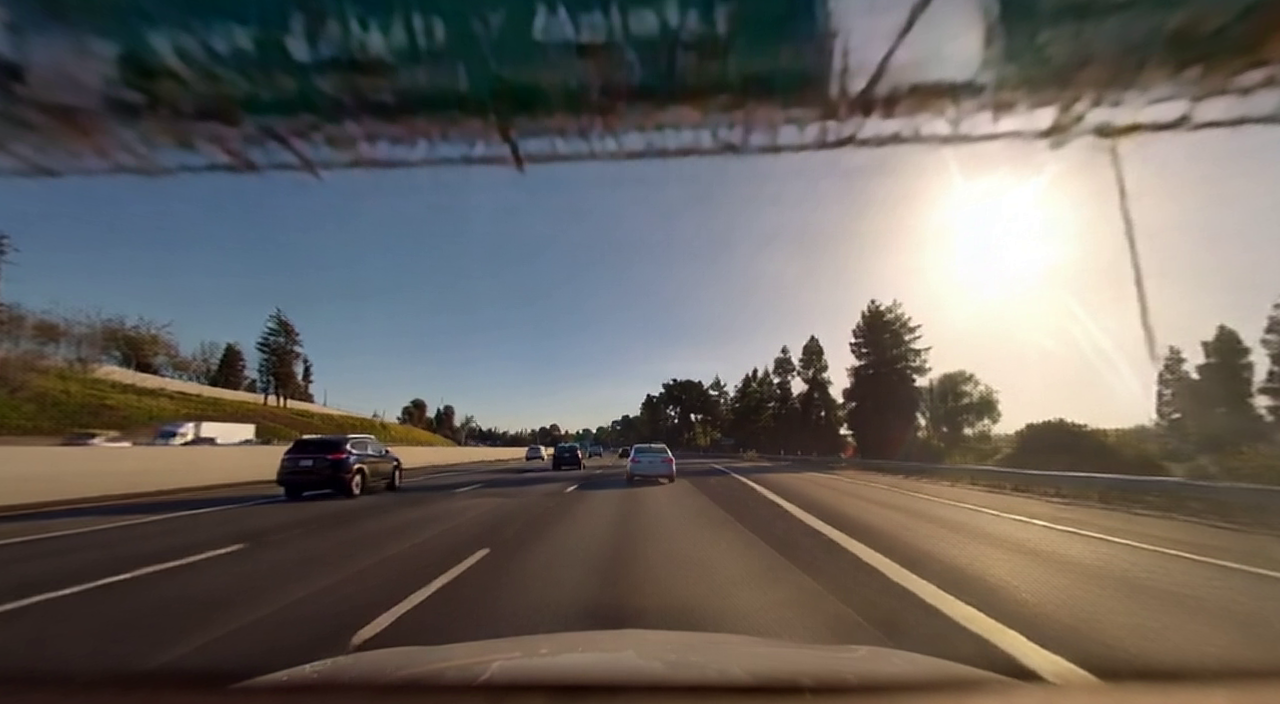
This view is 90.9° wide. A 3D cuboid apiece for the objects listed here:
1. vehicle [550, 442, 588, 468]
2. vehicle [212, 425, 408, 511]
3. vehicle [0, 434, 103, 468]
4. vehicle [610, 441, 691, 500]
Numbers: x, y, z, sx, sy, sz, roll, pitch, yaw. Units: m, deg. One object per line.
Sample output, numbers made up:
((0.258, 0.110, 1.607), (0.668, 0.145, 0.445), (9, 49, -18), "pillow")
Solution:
((-4.973, 7.279, 44.798), (2.289, 1.777, 4.534), (0, -8, -2), "vehicle")
((-7.863, 2.801, 15.775), (2.206, 1.788, 4.914), (0, -8, 0), "vehicle")
((-34.872, 5.761, 36.764), (2.206, 1.814, 5.816), (0, -8, -3), "vehicle")
((0.212, 3.360, 18.314), (2.082, 1.482, 4.126), (0, -8, -2), "vehicle")
